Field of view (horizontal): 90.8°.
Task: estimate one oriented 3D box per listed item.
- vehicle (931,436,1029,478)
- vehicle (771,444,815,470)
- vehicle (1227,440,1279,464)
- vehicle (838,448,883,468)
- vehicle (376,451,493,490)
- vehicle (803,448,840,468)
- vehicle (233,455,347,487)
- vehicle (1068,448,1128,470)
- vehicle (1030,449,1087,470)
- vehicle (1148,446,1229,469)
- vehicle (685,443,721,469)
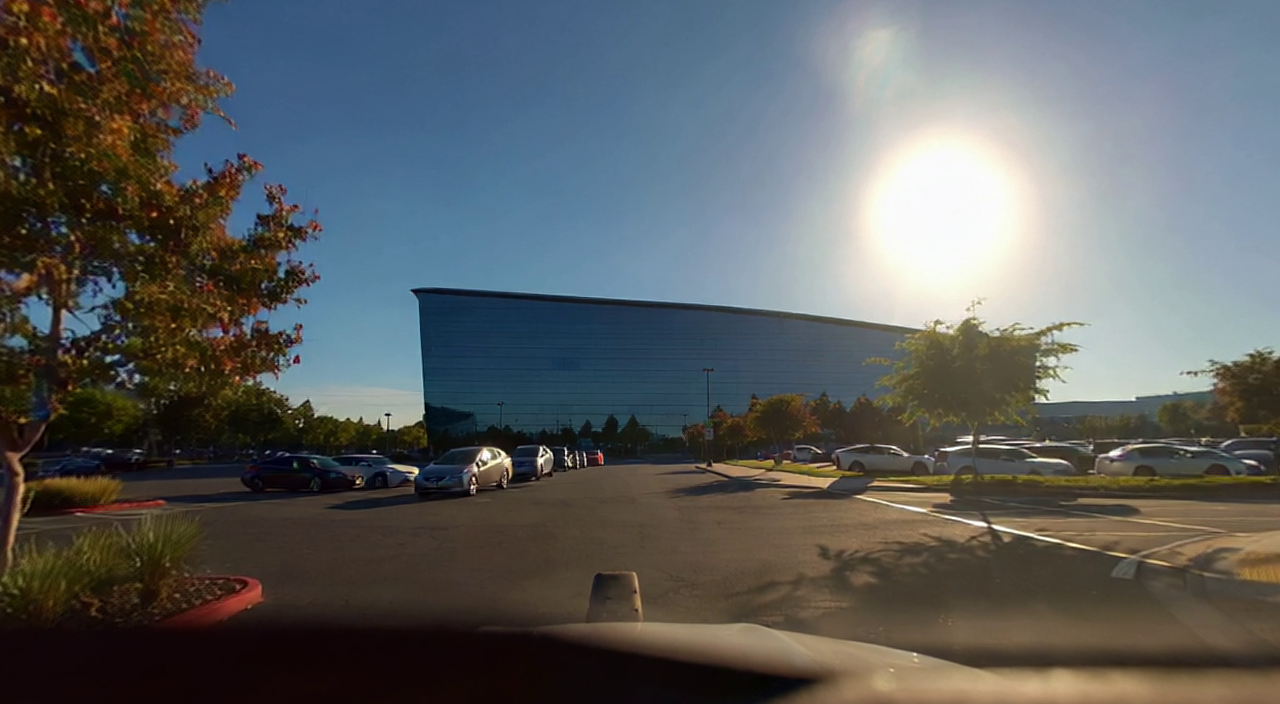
[{"bbox_3d":[16.476,5.099,30.975,2.048,1.852,4.998,0,-9,1],"label":"vehicle"},{"bbox_3d":[10.522,7.207,43.720,1.936,1.673,4.305,0,-8,0],"label":"vehicle"},{"bbox_3d":[43.059,6.810,43.077,1.758,1.572,4.421,0,-8,1],"label":"vehicle"},{"bbox_3d":[17.051,8.223,49.087,1.971,1.478,4.477,0,-8,1],"label":"vehicle"},{"bbox_3d":[-8.712,4.976,26.904,4.442,1.504,1.809,5,-10,-28],"label":"vehicle"},{"bbox_3d":[14.203,8.300,49.642,1.935,1.477,3.719,0,-8,3],"label":"vehicle"},{"bbox_3d":[-16.748,5.687,30.366,4.331,1.437,1.876,0,-8,2],"label":"vehicle"},{"bbox_3d":[31.289,7.309,43.251,1.519,1.371,3.278,0,-8,-1],"label":"vehicle"},{"bbox_3d":[28.330,7.290,42.883,1.495,1.371,3.336,-1,-9,-2],"label":"vehicle"},{"bbox_3d":[37.013,7.119,42.784,1.678,1.423,4.191,0,-8,-1],"label":"vehicle"},{"bbox_3d":[4.617,7.752,47.298,2.262,1.794,5.331,0,-8,1],"label":"vehicle"}]
